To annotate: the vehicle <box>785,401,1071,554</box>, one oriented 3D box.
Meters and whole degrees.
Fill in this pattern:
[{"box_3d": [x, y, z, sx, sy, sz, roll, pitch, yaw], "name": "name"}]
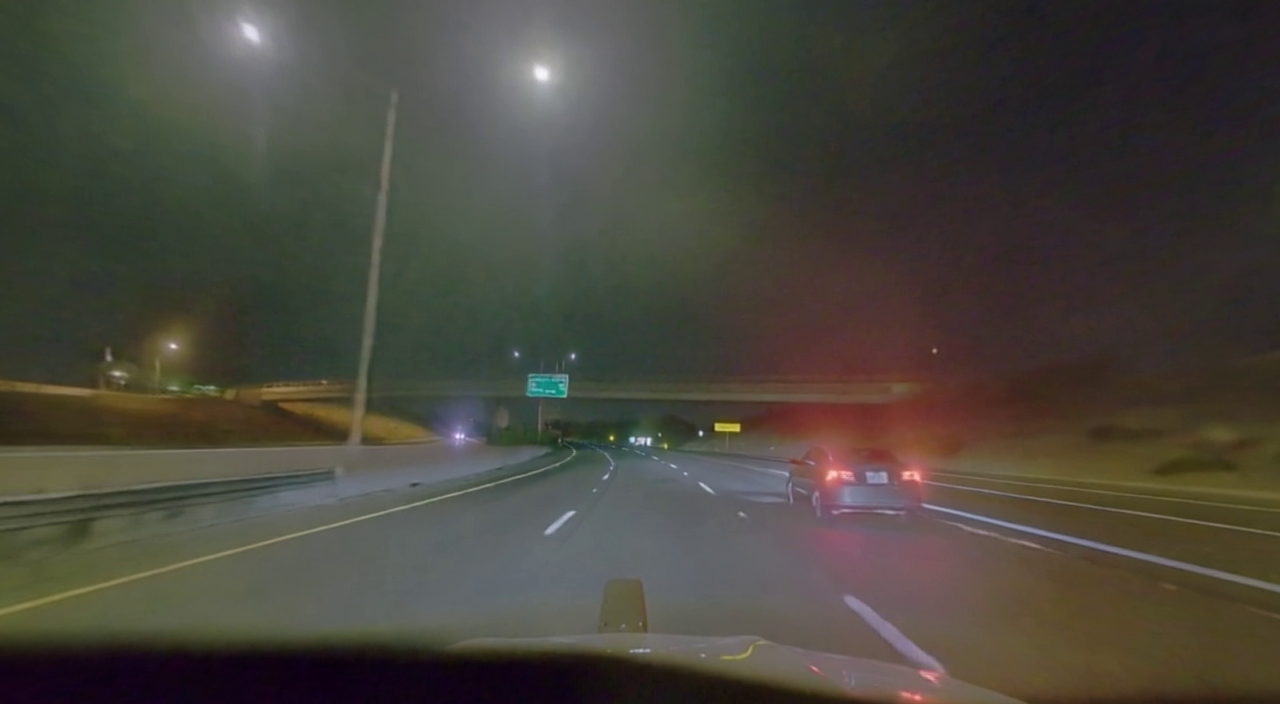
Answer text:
[{"box_3d": [3.785, 1.748, 9.533, 2.039, 1.701, 4.834, 0, -8, 0], "name": "vehicle"}]
